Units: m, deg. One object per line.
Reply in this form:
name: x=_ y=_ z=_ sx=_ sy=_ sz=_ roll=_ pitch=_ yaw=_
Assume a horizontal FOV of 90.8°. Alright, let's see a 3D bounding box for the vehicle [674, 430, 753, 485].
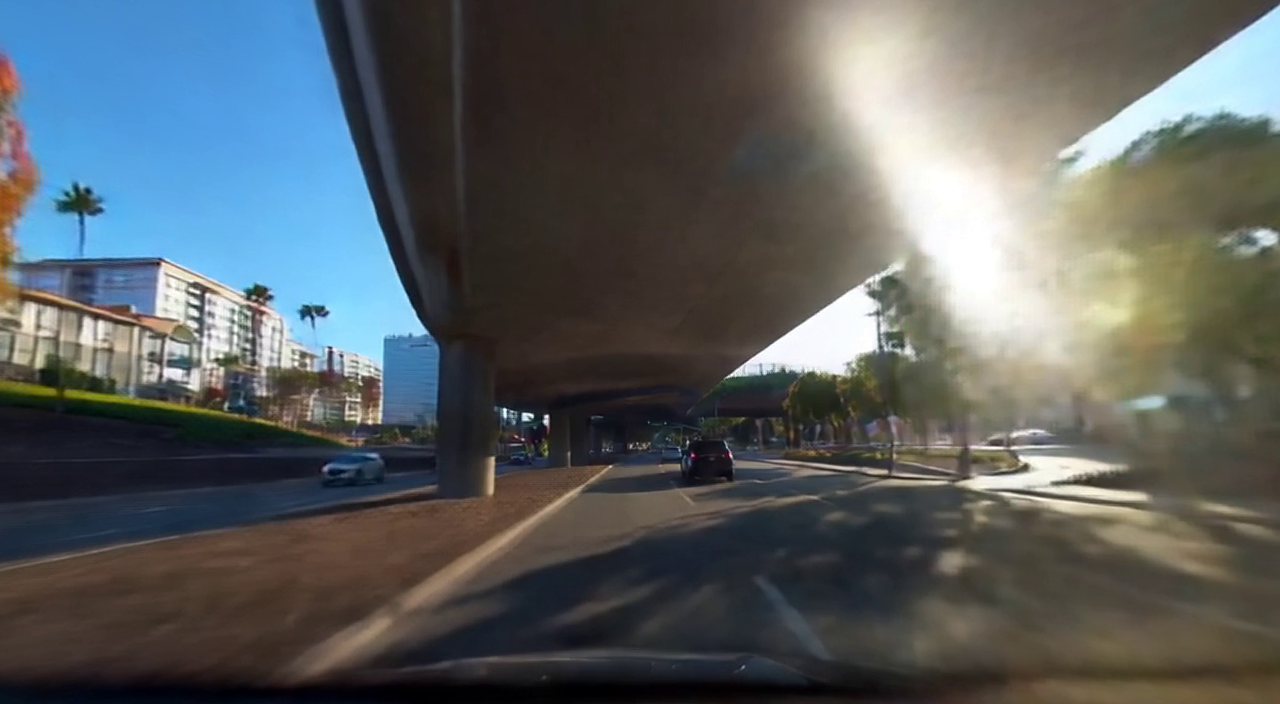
vehicle: x=2.877 y=4.352 z=26.340 sx=2.559 sy=2.017 sz=5.562 roll=0 pitch=-9 yaw=-1
